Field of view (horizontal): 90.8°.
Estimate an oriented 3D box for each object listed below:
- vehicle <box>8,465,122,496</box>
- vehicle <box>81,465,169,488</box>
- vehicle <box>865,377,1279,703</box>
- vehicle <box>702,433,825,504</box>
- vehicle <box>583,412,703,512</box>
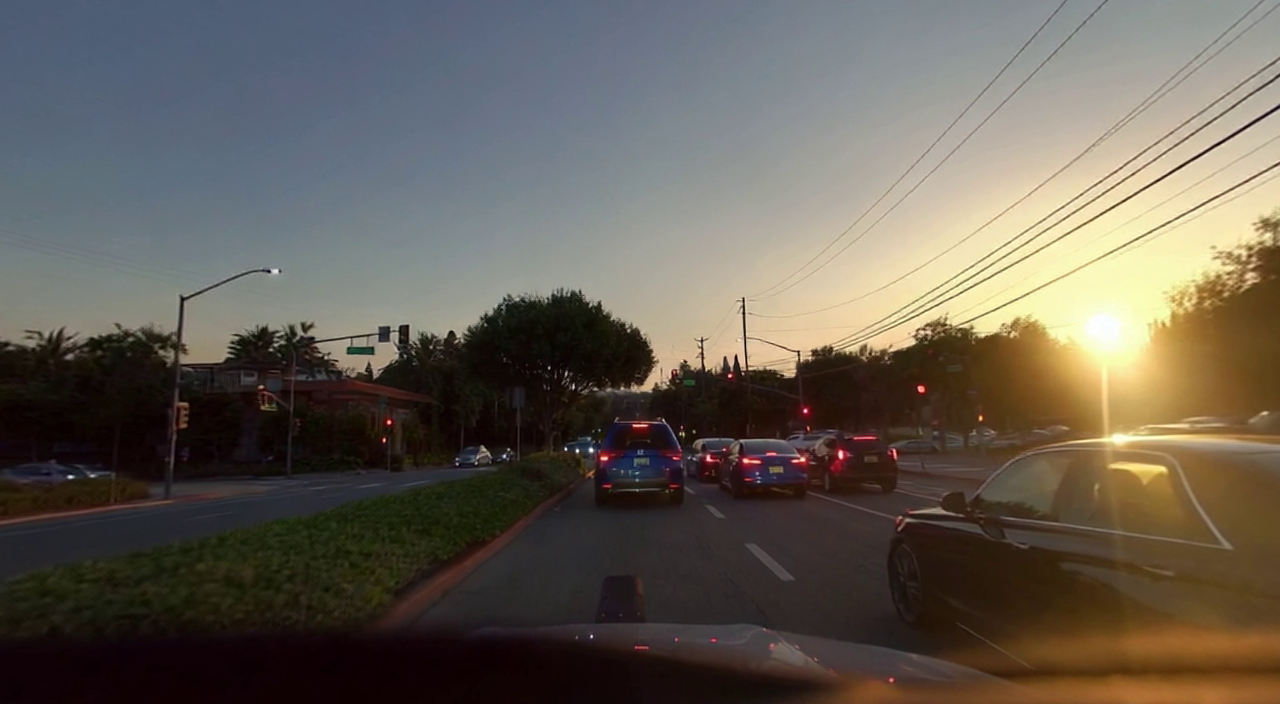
[{"bbox_3d":[-33.235,7.431,36.632,4.550,1.601,1.766,1,-9,-7],"label":"vehicle"},{"bbox_3d":[-37.805,9.127,46.504,4.569,1.505,1.992,1,-9,-5],"label":"vehicle"},{"bbox_3d":[2.779,0.948,2.724,2.004,1.460,4.297,0,-8,0],"label":"vehicle"},{"bbox_3d":[2.816,2.770,15.494,2.025,1.477,4.333,0,-9,-1],"label":"vehicle"},{"bbox_3d":[0.044,2.430,14.365,2.236,1.856,4.816,0,-9,0],"label":"vehicle"}]
